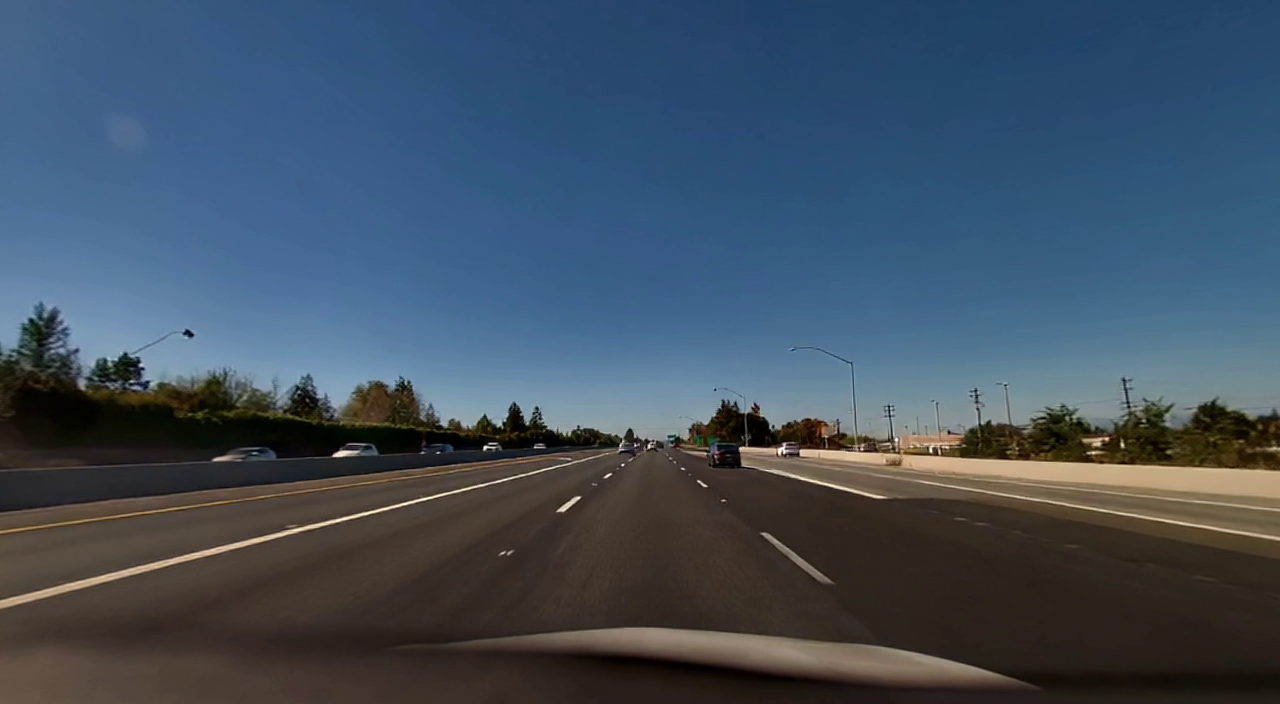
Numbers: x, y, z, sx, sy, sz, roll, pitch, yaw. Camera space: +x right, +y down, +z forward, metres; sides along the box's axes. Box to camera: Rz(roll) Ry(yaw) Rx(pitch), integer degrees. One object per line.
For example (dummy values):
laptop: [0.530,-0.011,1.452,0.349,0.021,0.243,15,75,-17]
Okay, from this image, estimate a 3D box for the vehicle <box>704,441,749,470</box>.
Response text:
vehicle: [4.790,5.788,35.481,1.912,1.478,4.125,0,-8,0]

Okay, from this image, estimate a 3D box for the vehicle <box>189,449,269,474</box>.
vehicle: [-25.518,6.806,39.329,1.912,1.445,4.440,0,-8,1]

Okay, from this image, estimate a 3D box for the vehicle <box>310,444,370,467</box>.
vehicle: [-20.886,7.189,44.101,1.849,1.496,4.578,0,-8,1]
